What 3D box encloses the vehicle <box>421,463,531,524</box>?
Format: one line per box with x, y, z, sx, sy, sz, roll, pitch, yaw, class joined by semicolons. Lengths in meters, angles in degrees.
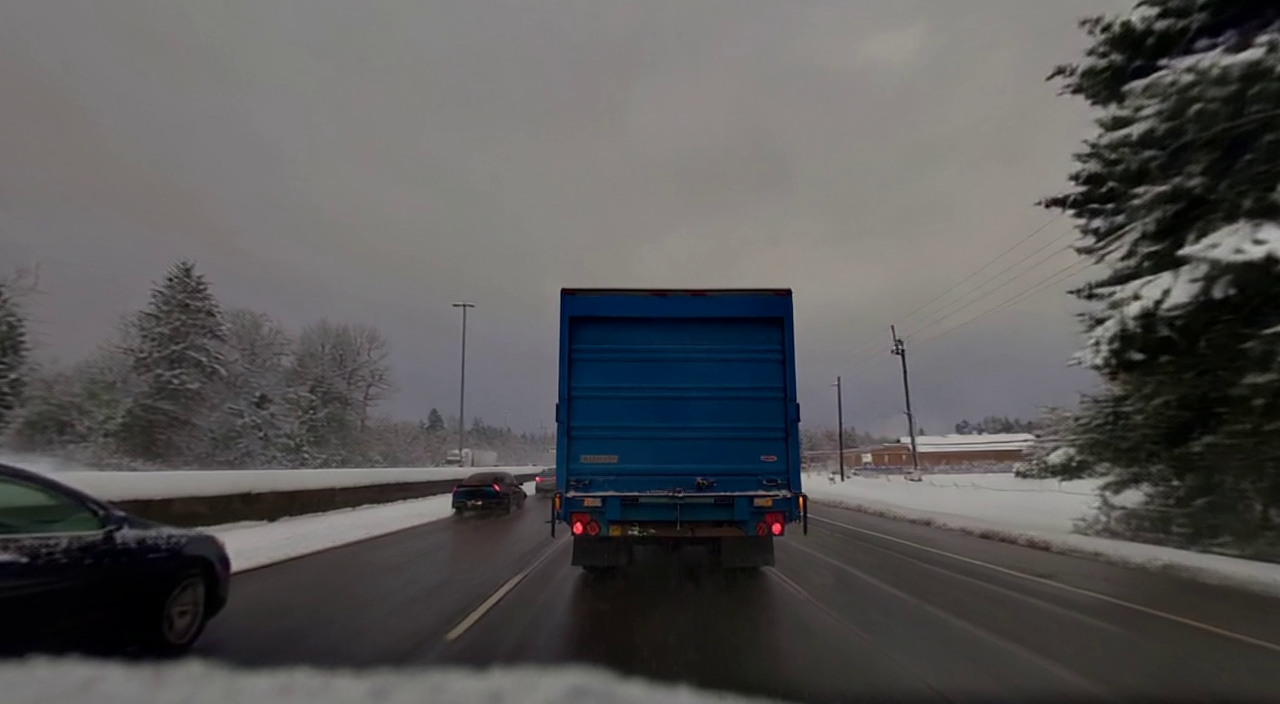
-4.492;3.955;18.027;1.891;1.469;4.431;0;-11;1;vehicle

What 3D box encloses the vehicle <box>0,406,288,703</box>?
-3.939;0.993;2.649;1.983;1.575;4.973;1;-11;0;vehicle

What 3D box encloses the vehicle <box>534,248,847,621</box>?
0.616;1.483;10.314;2.831;3.529;8.689;0;-11;2;vehicle
